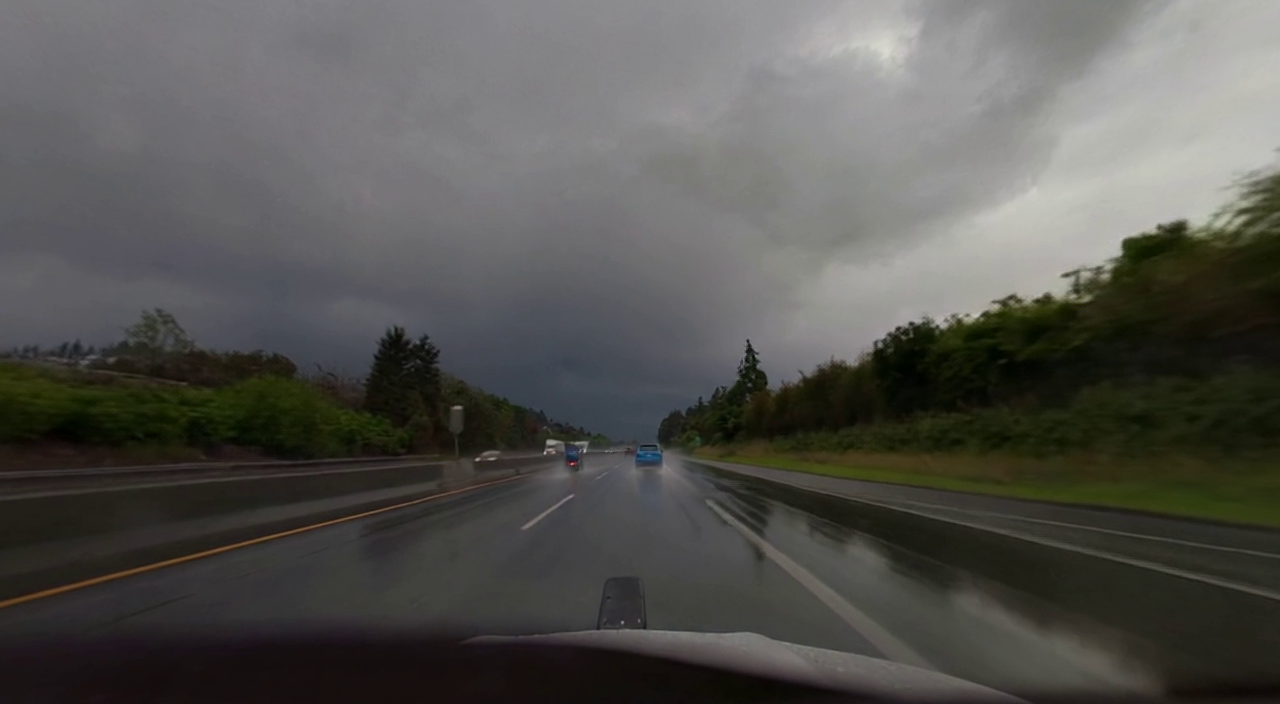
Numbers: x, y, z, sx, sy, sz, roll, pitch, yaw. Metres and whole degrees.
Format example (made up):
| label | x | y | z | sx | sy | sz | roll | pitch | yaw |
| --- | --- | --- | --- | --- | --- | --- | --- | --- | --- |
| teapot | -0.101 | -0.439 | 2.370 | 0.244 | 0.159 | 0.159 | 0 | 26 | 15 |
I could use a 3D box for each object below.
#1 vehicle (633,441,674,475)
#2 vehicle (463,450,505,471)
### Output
| label | x | y | z | sx | sy | sz | roll | pitch | yaw |
| --- | --- | --- | --- | --- | --- | --- | --- | --- | --- |
| vehicle | 0.753 | 6.105 | 36.534 | 2.247 | 1.825 | 4.036 | 0 | -9 | 0 |
| vehicle | -11.863 | 8.252 | 48.150 | 2.009 | 1.464 | 4.489 | 0 | -9 | 1 |
